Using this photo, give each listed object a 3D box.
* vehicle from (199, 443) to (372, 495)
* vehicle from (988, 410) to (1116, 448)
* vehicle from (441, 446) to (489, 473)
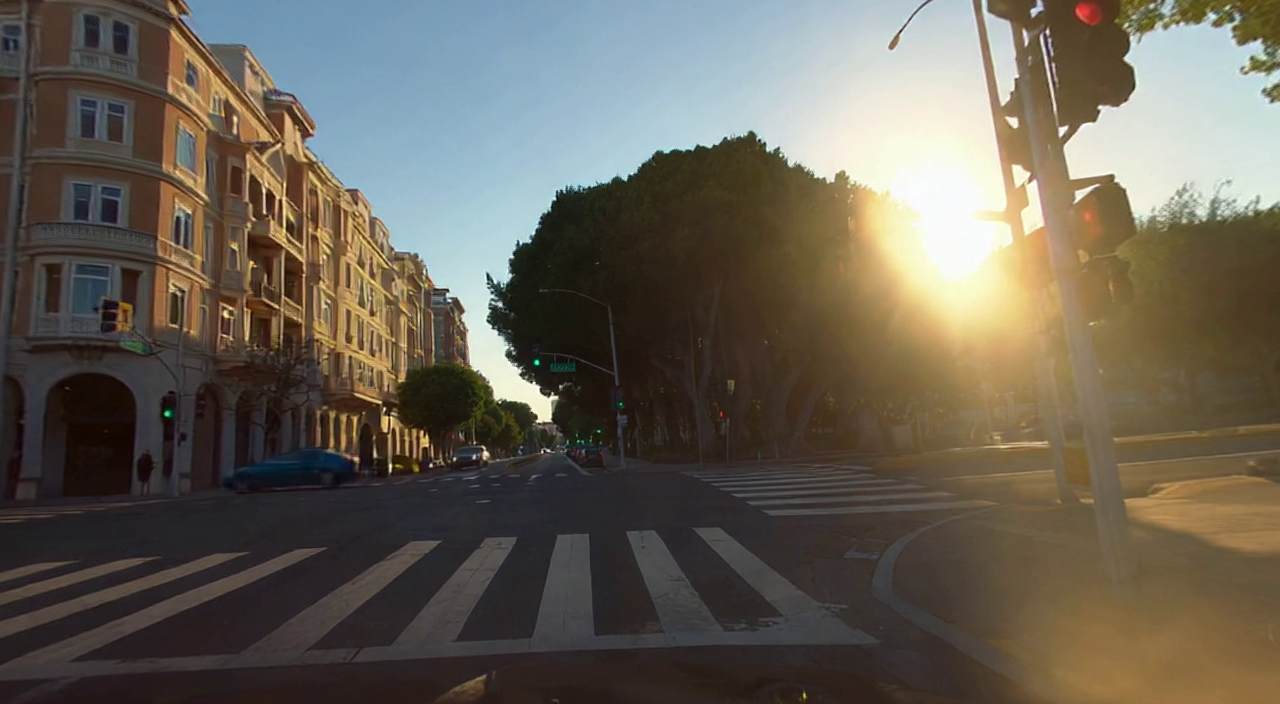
[{"bbox_3d":[-11.847,3.934,21.450,4.626,1.636,2.004,1,-8,-7],"label":"vehicle"},{"bbox_3d":[16.961,3.203,26.064,4.320,1.456,1.803,2,-9,-12],"label":"vehicle"},{"bbox_3d":[-10.492,6.464,38.154,2.196,1.503,4.371,1,-9,-8],"label":"vehicle"}]
